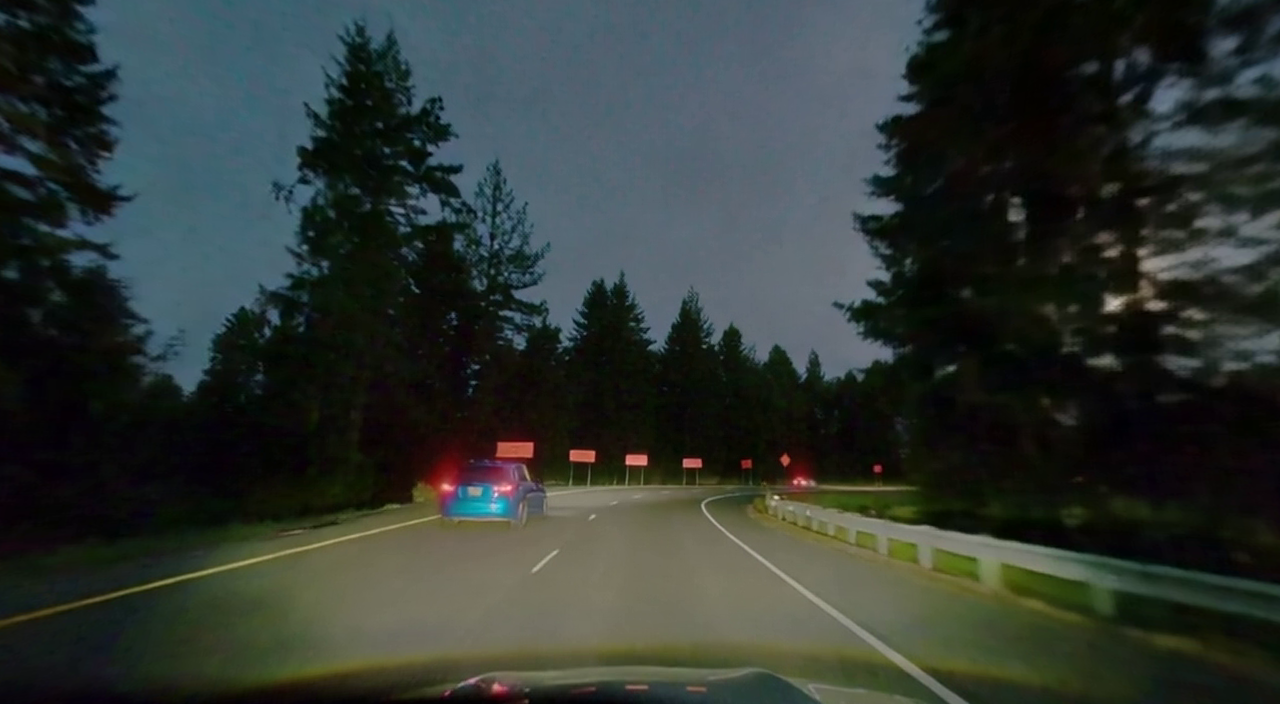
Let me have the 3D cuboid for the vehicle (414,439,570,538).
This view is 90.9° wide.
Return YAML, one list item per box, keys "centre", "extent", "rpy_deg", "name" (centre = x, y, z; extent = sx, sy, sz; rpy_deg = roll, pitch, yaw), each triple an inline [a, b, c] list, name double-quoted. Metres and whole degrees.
- centre: [-2.851, 2.814, 13.334]
  extent: [1.997, 1.692, 4.422]
  rpy_deg: [0, -11, 3]
  name: "vehicle"
